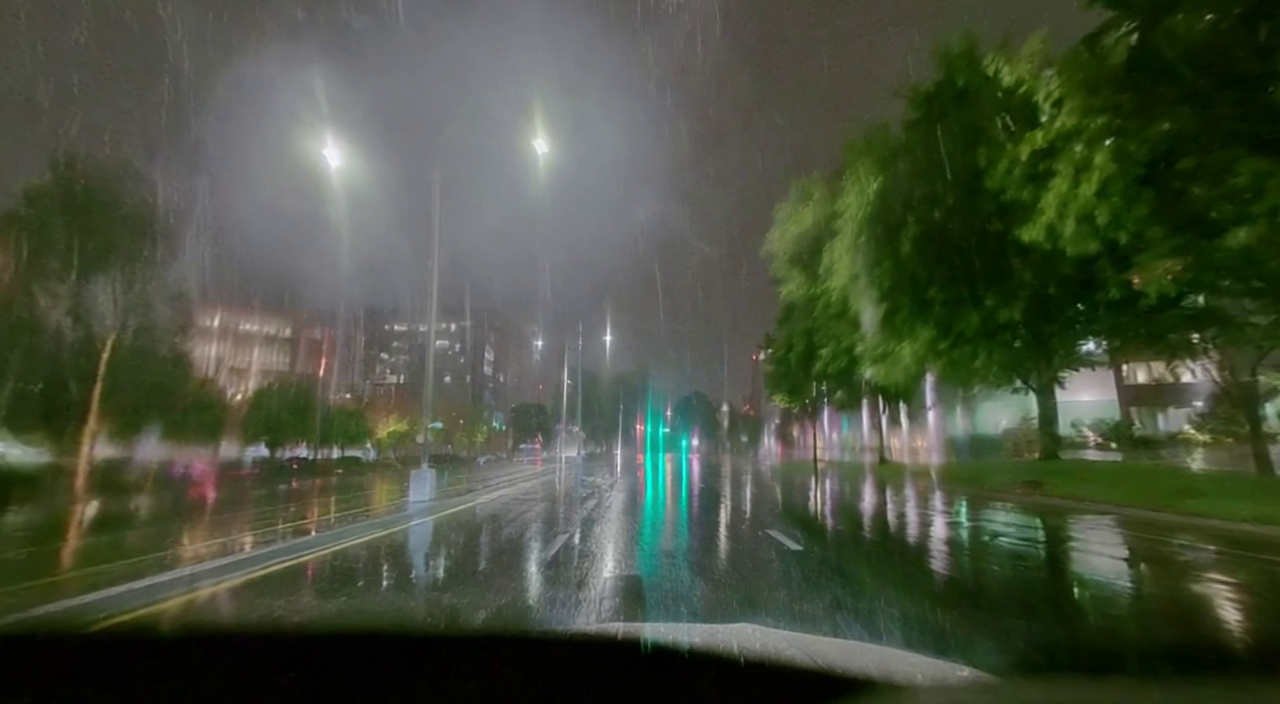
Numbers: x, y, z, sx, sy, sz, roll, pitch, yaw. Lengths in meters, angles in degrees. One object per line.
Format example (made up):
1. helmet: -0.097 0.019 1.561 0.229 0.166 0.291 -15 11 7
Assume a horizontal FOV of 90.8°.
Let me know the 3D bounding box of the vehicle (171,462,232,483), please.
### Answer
1. vehicle: -34.435 9.452 49.760 1.569 1.422 4.542 1 -8 0
